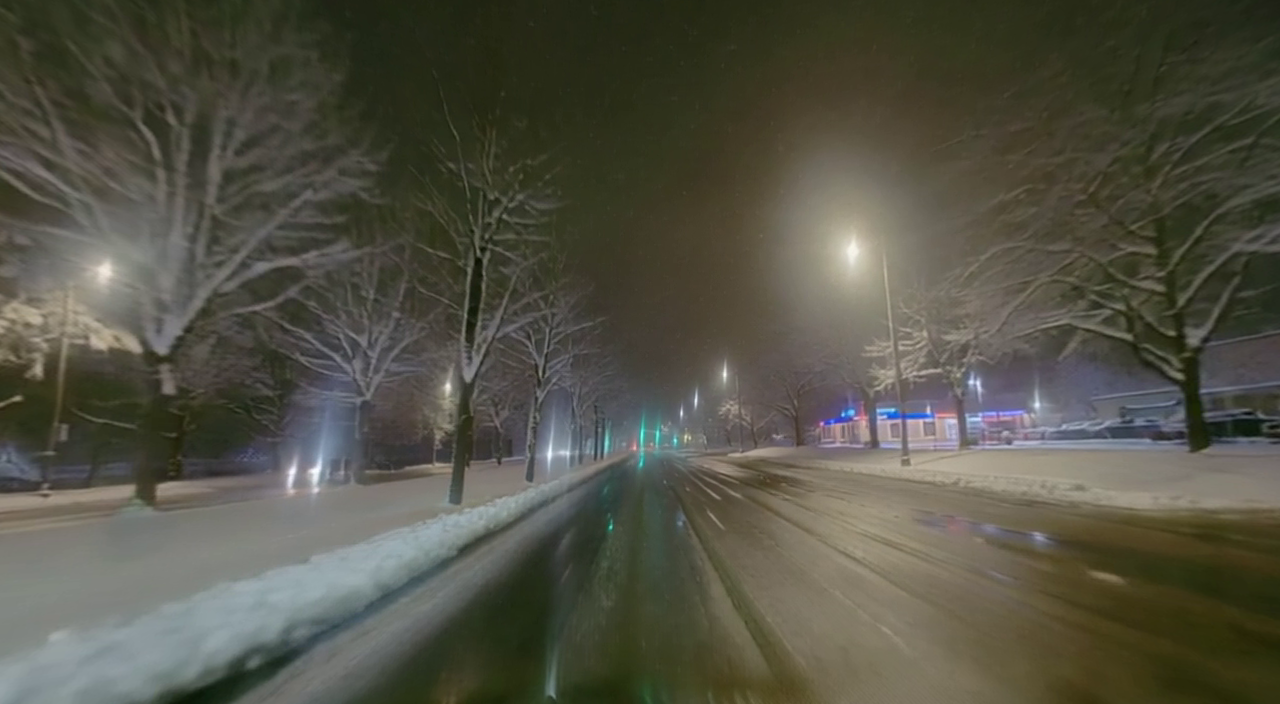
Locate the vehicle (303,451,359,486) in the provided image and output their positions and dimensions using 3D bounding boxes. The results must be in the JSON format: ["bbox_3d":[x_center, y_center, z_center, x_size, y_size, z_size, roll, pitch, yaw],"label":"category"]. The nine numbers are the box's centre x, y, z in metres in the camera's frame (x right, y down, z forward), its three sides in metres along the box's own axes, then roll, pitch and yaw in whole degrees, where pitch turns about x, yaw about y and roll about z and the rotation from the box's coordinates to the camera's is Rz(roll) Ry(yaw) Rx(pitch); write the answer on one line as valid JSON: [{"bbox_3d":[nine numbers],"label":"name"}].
[{"bbox_3d":[-15.003,5.628,30.849,2.129,1.494,5.184,3,-9,-23],"label":"vehicle"}]

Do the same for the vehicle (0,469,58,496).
[{"bbox_3d":[-37.579,7.772,37.556,1.736,1.393,4.317,0,-8,-2],"label":"vehicle"}]
